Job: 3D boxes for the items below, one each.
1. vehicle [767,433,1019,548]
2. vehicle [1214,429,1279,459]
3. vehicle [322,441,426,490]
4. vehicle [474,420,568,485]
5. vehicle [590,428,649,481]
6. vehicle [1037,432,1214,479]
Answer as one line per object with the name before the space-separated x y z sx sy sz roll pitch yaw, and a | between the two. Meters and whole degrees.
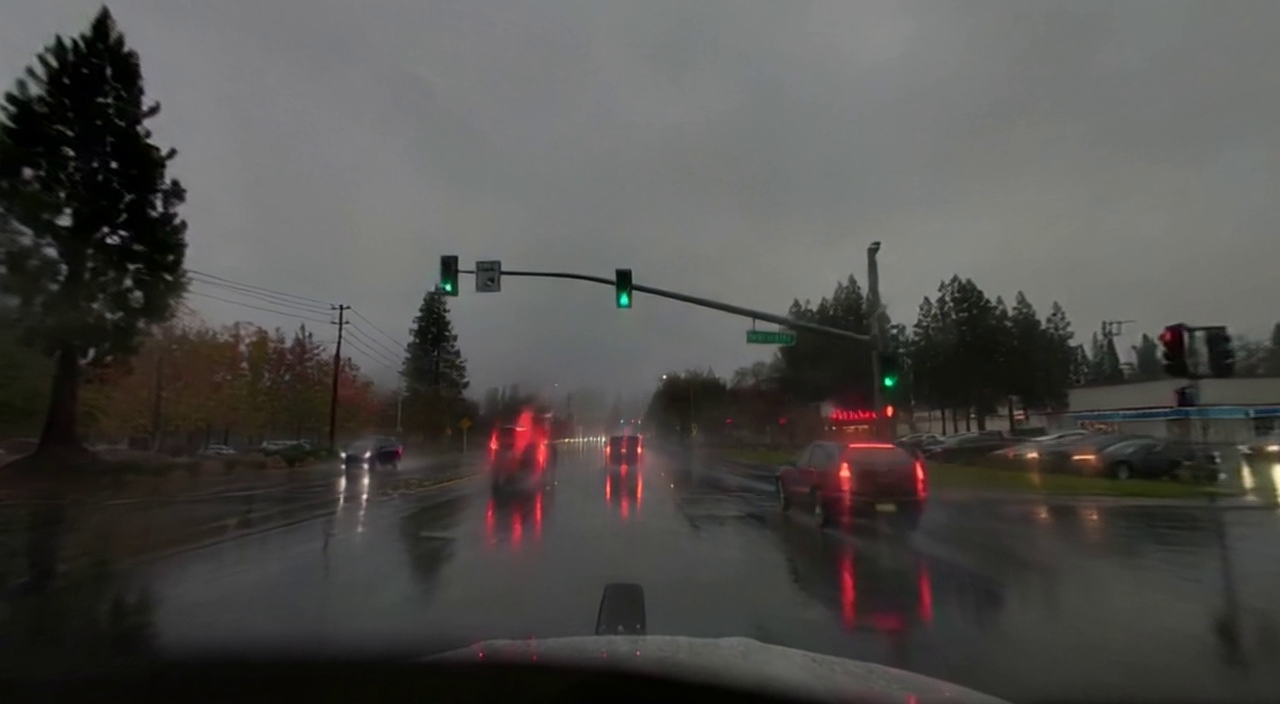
vehicle | 3.707 2.108 10.384 2.207 1.447 4.418 0 -8 -2
vehicle | 31.713 4.581 31.496 4.347 1.457 1.785 0 -8 0
vehicle | -9.223 3.930 22.333 1.867 1.427 4.371 -3 -8 -1
vehicle | -4.021 3.529 22.436 2.252 1.999 5.605 0 -8 0
vehicle | -0.737 3.874 23.994 2.061 1.809 4.141 0 -8 -1
vehicle | 18.975 4.048 24.892 5.209 1.743 2.081 0 -8 0
